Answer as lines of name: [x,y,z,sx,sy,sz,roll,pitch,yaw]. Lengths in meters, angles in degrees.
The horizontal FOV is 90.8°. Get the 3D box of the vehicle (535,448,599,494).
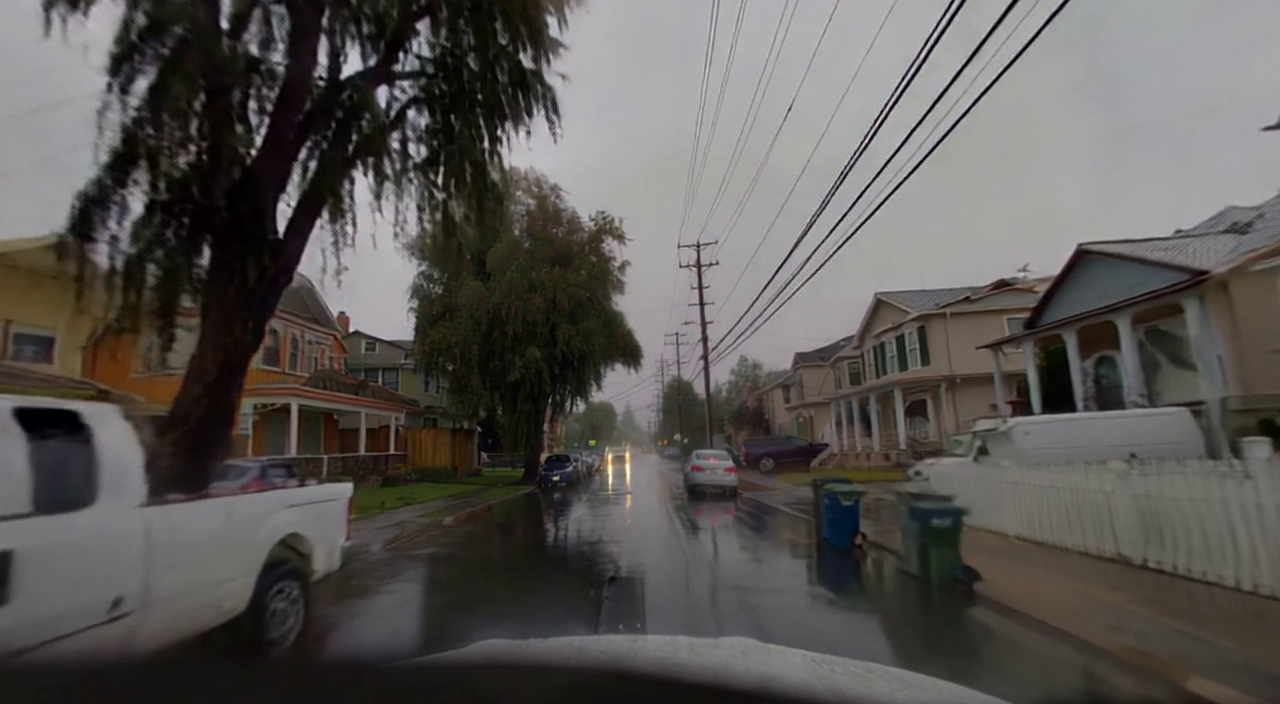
vehicle: [-3.408,5.615,30.307,2.204,1.655,4.813,-8,-8,0]

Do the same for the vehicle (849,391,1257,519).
vehicle: [7.235,1.855,11.682,5.974,2.066,2.152,0,-7,1]

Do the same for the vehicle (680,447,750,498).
vehicle: [2.662,4.371,23.436,2.043,1.631,4.613,0,-8,0]

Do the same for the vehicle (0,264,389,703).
vehicle: [-3.518,0.847,2.825,2.399,2.085,5.589,-3,-8,2]

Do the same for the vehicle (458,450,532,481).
vehicle: [-9.168,7.173,40.132,4.088,1.779,2.109,0,-6,3]

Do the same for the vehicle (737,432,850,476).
vehicle: [7.911,5.308,33.020,5.274,2.170,2.205,0,-8,-2]
